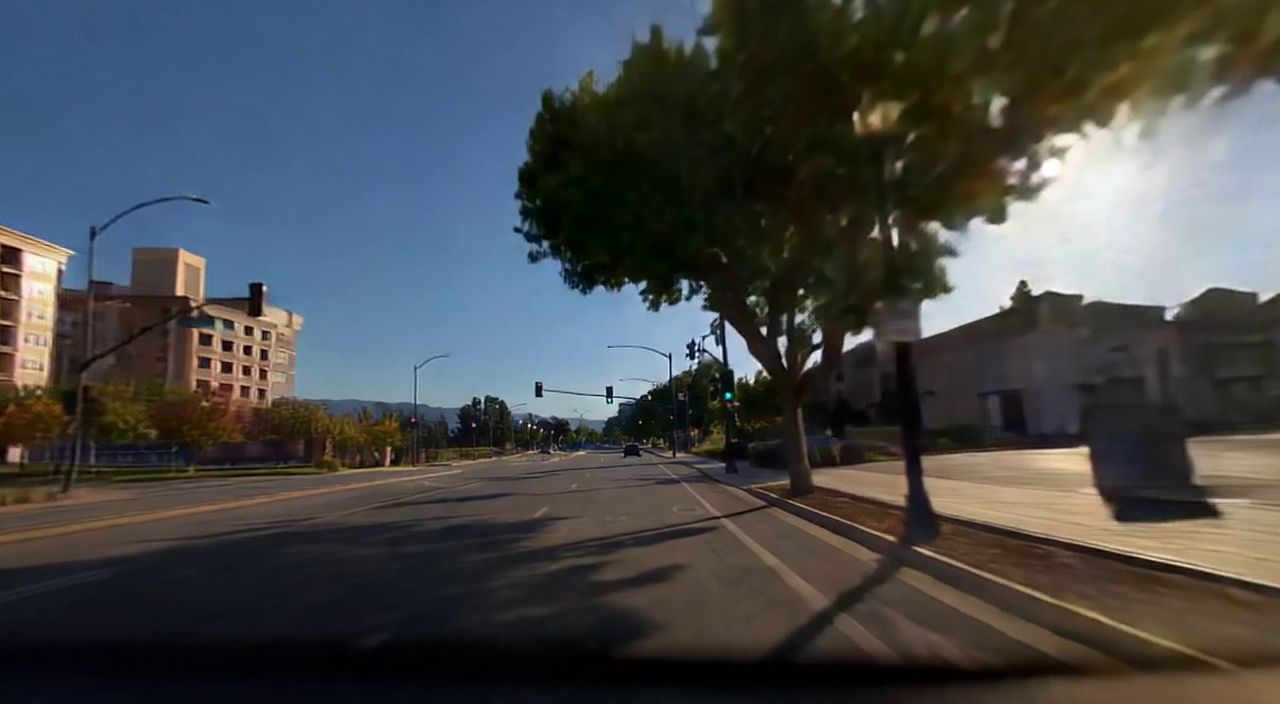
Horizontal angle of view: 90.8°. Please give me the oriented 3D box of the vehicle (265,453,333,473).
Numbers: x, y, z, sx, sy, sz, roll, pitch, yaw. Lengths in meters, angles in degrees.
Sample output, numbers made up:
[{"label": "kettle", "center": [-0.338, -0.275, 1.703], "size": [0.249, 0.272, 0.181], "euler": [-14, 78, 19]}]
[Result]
[{"label": "vehicle", "center": [-26.412, 8.599, 49.019], "size": [4.153, 1.493, 1.808], "euler": [0, -9, -2]}]

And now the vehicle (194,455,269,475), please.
[{"label": "vehicle", "center": [-31.533, 8.739, 48.831], "size": [4.453, 1.441, 1.770], "euler": [0, -9, -1]}]

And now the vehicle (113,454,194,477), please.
[{"label": "vehicle", "center": [-37.461, 8.739, 48.744], "size": [4.593, 1.674, 1.893], "euler": [0, -9, 0]}]

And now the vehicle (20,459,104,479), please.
[{"label": "vehicle", "center": [-44.234, 8.945, 48.438], "size": [4.546, 1.455, 1.805], "euler": [0, -9, -2]}]
